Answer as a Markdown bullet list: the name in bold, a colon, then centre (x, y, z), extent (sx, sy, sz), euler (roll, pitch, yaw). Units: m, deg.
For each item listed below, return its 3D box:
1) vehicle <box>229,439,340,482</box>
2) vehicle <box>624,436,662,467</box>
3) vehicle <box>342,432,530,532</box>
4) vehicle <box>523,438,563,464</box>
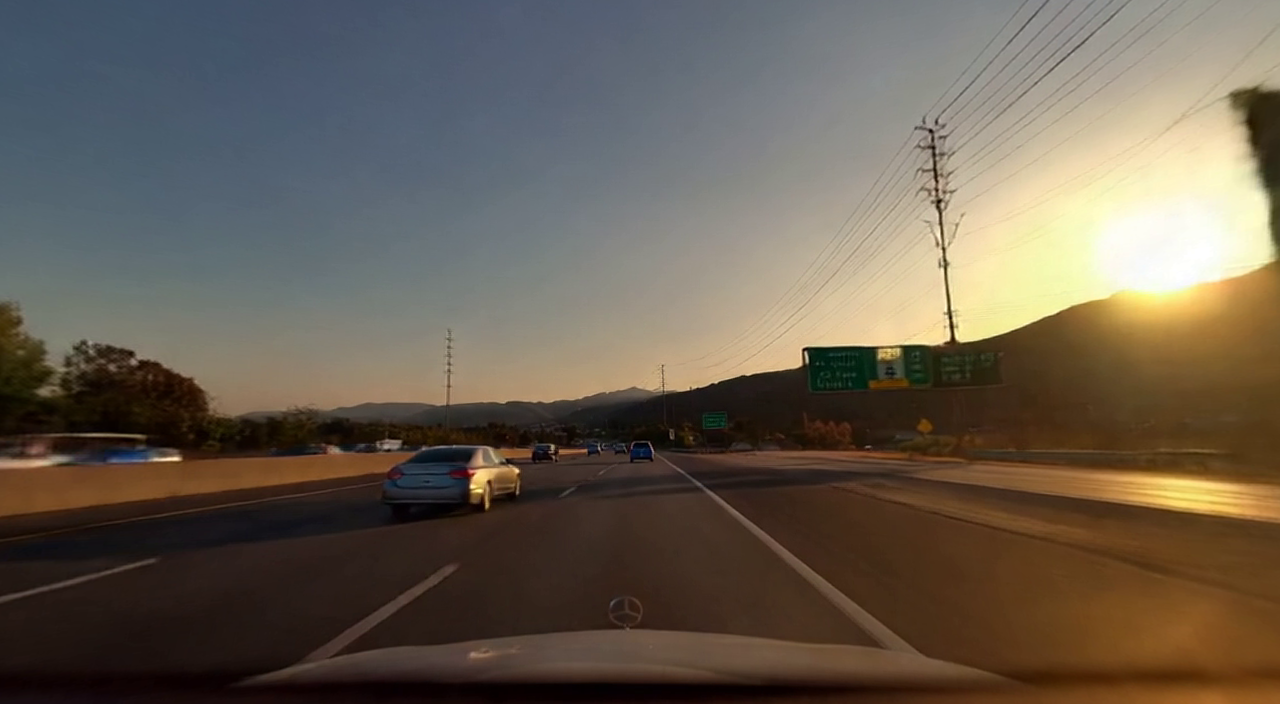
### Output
- **vehicle**: centre (-14.504, 4.431, 26.073), extent (2.047, 1.608, 4.257), euler (0, -8, 1)
- **vehicle**: centre (0.159, 6.089, 38.713), extent (2.194, 1.737, 4.127), euler (0, -8, -1)
- **vehicle**: centre (-3.582, 2.361, 12.206), extent (1.967, 1.517, 4.808), euler (-1, -8, 1)
- **vehicle**: centre (-7.015, 7.197, 46.152), extent (2.091, 1.775, 4.601), euler (-1, -8, 1)
